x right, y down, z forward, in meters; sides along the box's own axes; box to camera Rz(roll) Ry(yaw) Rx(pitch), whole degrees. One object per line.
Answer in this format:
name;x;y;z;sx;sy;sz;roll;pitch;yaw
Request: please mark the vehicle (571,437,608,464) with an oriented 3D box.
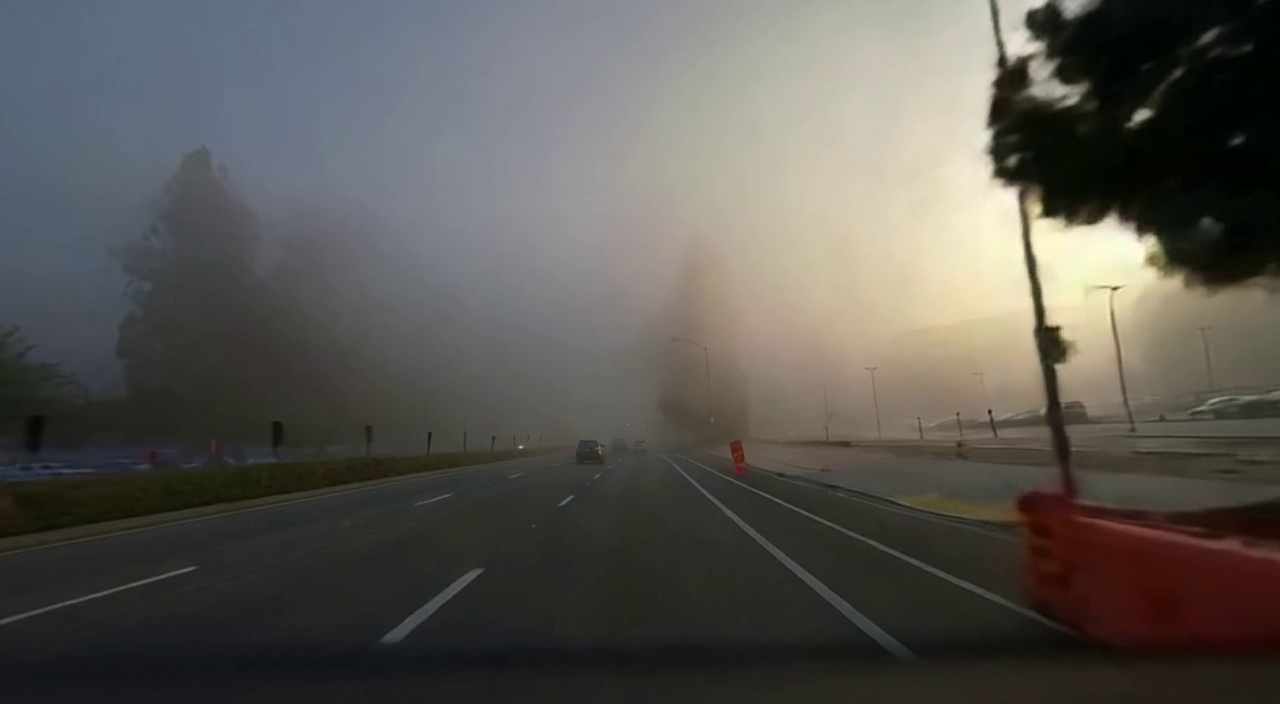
vehicle;-3.345;6.641;42.687;2.121;1.654;3.993;0;-8;0
